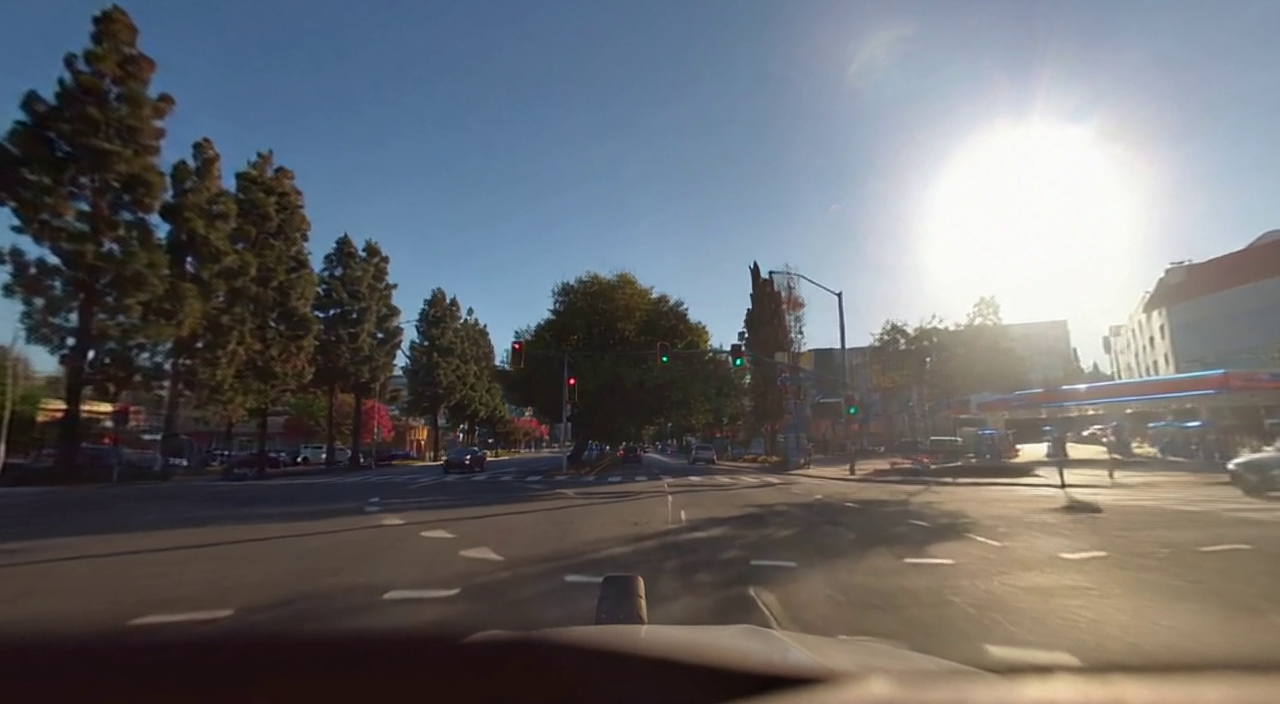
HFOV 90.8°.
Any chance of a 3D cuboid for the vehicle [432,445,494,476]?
[{"bbox_3d":[-9.551,5.896,34.428,2.029,1.452,4.598,-3,-9,0],"label":"vehicle"}]
